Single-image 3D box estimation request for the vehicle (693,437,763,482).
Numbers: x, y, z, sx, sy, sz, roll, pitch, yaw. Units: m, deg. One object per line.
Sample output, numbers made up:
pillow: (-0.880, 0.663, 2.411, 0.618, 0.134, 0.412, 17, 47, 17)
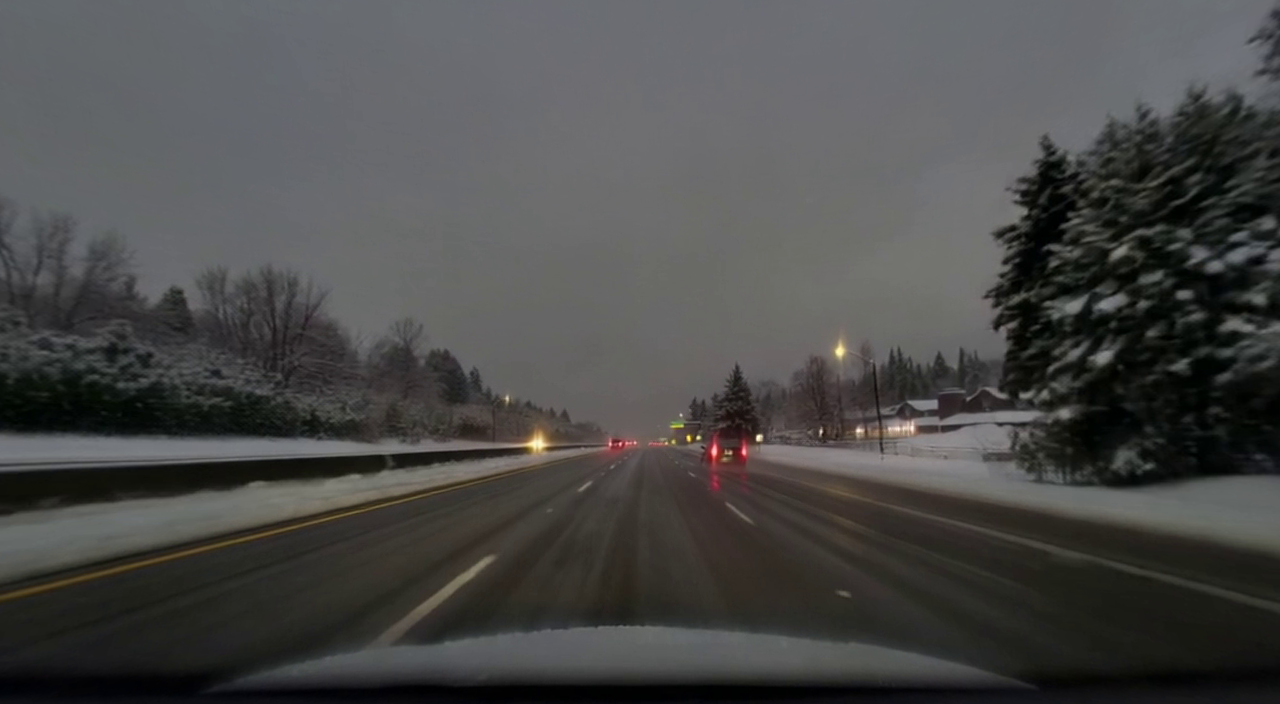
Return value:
vehicle: (3.359, 4.221, 25.082, 2.085, 1.594, 4.848, 0, -9, 0)
